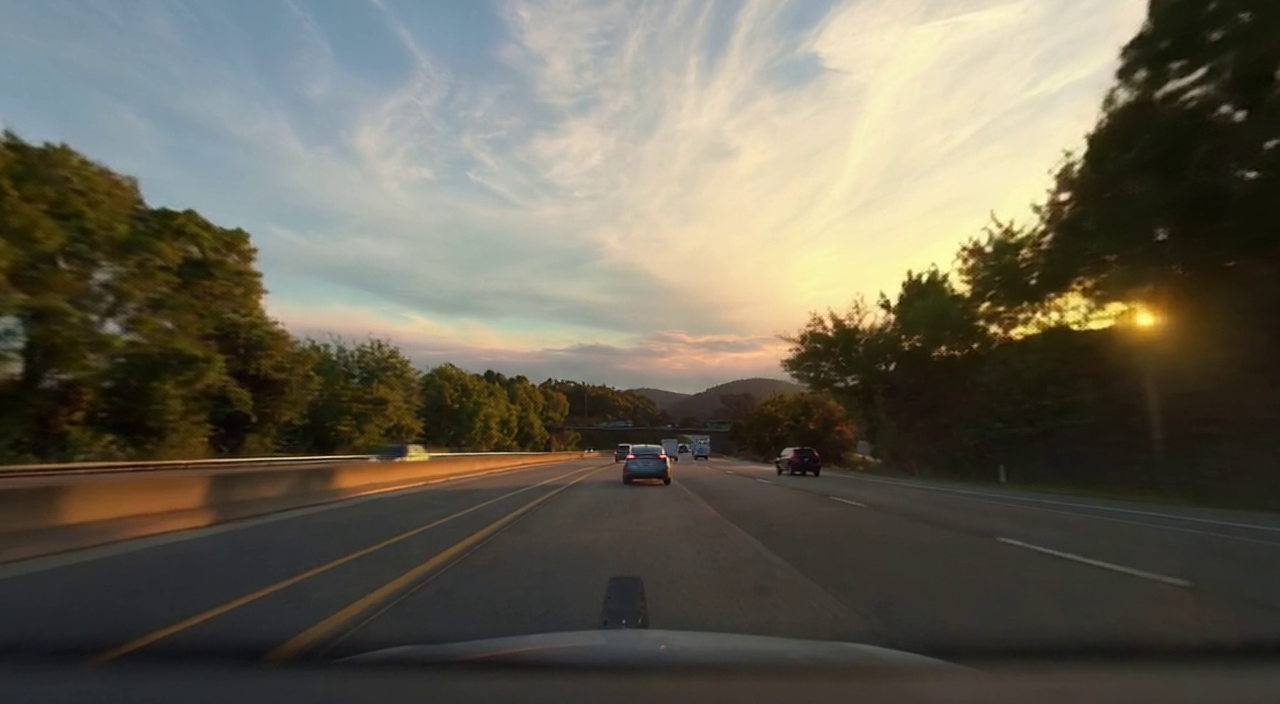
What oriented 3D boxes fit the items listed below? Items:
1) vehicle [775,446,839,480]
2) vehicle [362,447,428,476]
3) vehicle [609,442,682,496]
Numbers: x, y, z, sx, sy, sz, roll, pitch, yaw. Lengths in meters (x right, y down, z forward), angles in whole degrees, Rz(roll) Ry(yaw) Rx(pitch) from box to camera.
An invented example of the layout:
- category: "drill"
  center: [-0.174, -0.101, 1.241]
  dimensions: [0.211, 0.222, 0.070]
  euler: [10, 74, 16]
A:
- category: "vehicle"
  center: [7.873, 5.242, 30.050]
  dimensions: [1.926, 1.483, 3.528]
  euler: [0, -9, -3]
- category: "vehicle"
  center: [-13.527, 6.062, 35.119]
  dimensions: [1.973, 1.481, 4.321]
  euler: [0, -9, 0]
- category: "vehicle"
  center: [0.100, 3.607, 19.818]
  dimensions: [2.053, 1.483, 4.185]
  euler: [0, -9, -1]
